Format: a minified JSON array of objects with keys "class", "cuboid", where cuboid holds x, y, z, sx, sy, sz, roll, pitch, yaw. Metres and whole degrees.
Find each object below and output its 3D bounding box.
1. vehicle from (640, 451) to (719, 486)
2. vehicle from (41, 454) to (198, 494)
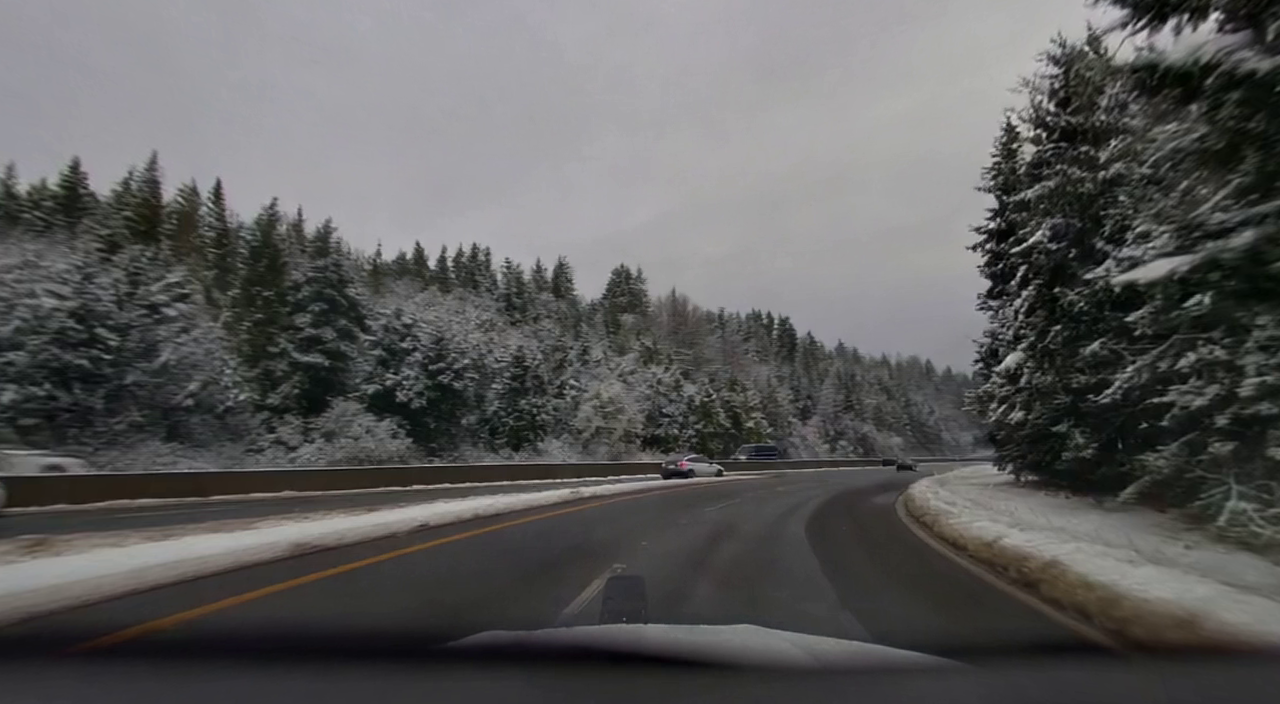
[{"class":"vehicle","cuboid":[2.029,5.745,31.419,1.769,1.583,4.387,-7,-11,37]},{"class":"vehicle","cuboid":[-21.195,4.938,25.835,1.735,1.419,4.560,-7,-11,37]}]
